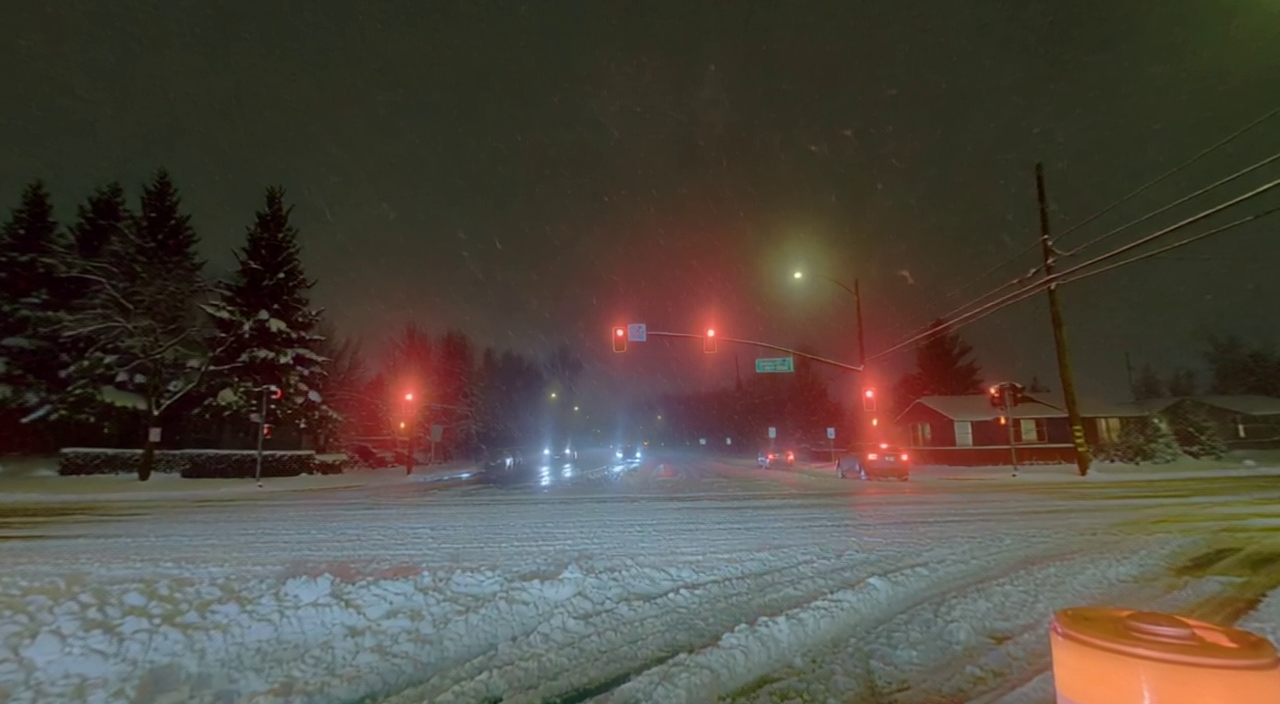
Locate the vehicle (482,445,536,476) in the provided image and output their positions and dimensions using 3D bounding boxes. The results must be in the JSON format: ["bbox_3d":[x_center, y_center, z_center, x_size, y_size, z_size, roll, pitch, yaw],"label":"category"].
[{"bbox_3d":[-6.620,5.525,32.402,1.881,1.452,4.121,0,-8,0],"label":"vehicle"}]

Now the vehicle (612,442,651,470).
[{"bbox_3d":[-0.498,5.965,36.405,2.105,1.457,4.173,0,-8,-1],"label":"vehicle"}]

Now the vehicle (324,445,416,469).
[{"bbox_3d":[-16.401,6.382,38.596,4.713,1.409,1.918,0,-8,-2],"label":"vehicle"}]

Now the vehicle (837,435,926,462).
[{"bbox_3d":[15.364,6.175,40.324,4.892,1.656,1.856,0,-8,0],"label":"vehicle"}]
